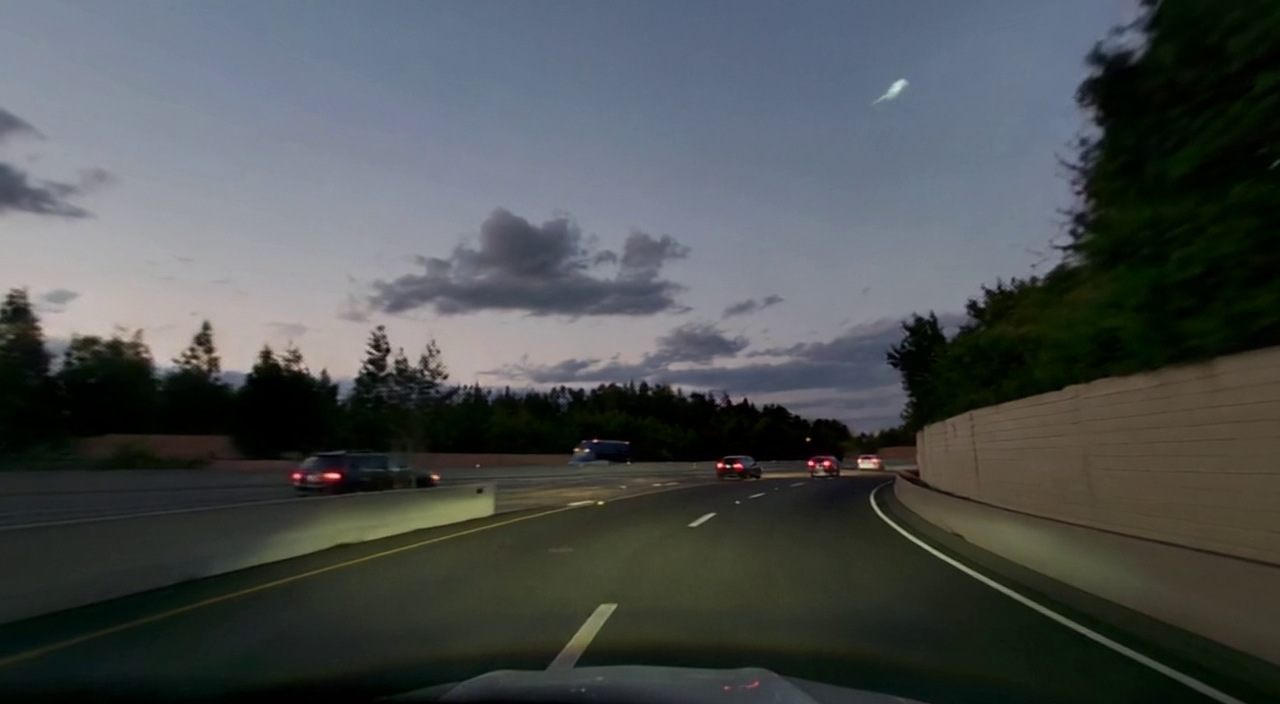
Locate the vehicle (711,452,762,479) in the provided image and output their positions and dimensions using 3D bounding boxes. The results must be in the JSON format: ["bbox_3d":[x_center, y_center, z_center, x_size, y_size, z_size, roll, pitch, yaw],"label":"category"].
[{"bbox_3d":[6.254,7.258,40.518,1.769,1.583,4.387,-5,-10,29],"label":"vehicle"}]

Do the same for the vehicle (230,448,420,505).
[{"bbox_3d":[-9.277,3.659,19.073,1.699,1.461,4.924,-5,-10,30],"label":"vehicle"}]
